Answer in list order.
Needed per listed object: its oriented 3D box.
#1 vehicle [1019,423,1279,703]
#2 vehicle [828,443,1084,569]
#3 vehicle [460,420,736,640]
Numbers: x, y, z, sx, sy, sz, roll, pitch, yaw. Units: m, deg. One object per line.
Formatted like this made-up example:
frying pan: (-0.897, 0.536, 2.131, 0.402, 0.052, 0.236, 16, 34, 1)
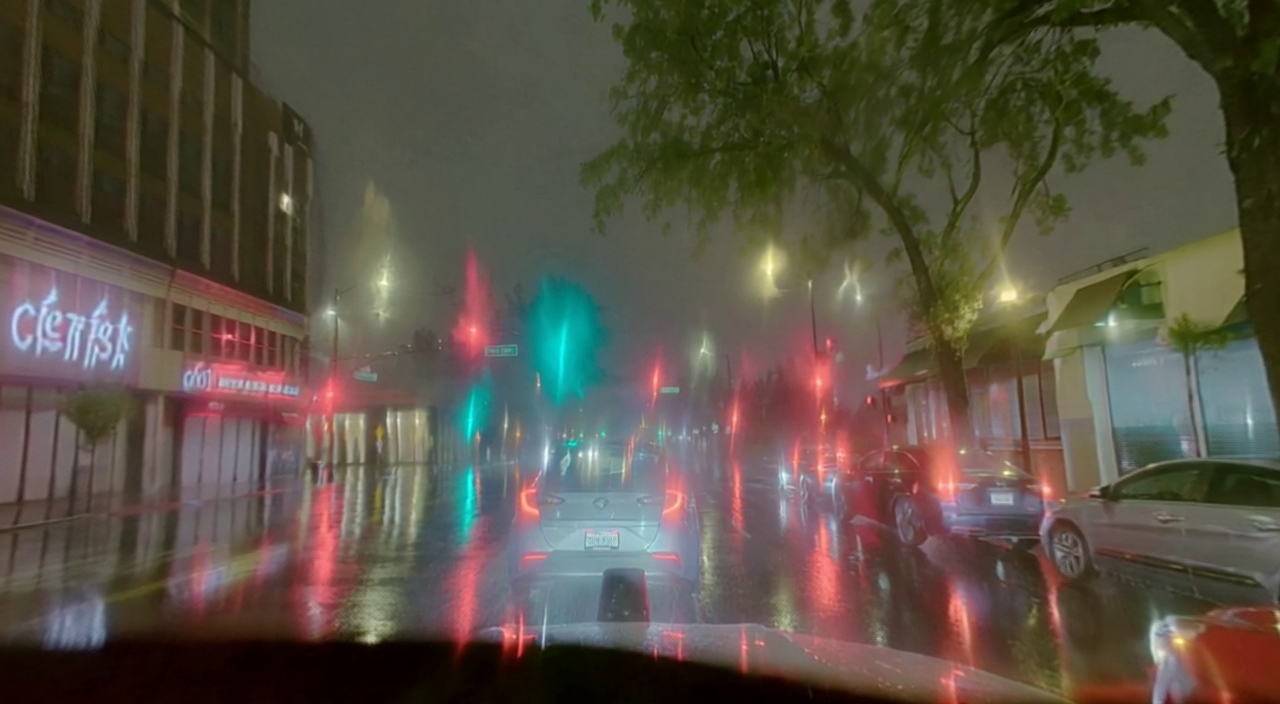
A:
vehicle: (3.178, 0.830, 1.106, 2.006, 1.496, 4.767, 0, -9, -1)
vehicle: (4.537, 2.214, 10.042, 1.912, 1.505, 4.618, -1, -8, 4)
vehicle: (-0.283, 1.495, 6.238, 1.888, 1.489, 3.703, 0, -8, 0)
